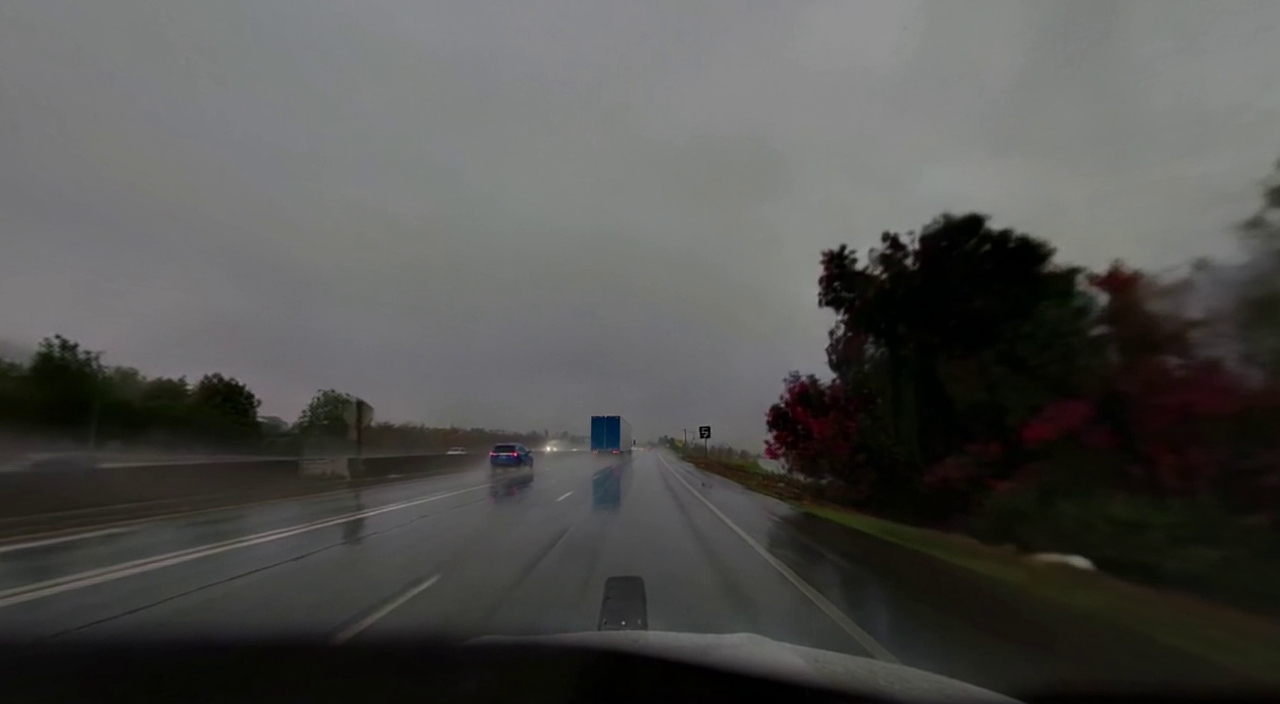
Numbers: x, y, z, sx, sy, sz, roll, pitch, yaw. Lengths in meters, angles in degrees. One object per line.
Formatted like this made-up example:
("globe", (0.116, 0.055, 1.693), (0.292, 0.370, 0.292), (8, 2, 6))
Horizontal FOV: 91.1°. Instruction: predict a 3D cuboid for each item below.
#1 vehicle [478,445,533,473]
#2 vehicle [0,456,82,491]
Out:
("vehicle", (-7.431, 5.936, 35.075), (1.901, 1.467, 4.629), (0, -8, 2))
("vehicle", (-29.176, 5.673, 29.509), (1.792, 1.433, 4.360), (0, -8, 1))
